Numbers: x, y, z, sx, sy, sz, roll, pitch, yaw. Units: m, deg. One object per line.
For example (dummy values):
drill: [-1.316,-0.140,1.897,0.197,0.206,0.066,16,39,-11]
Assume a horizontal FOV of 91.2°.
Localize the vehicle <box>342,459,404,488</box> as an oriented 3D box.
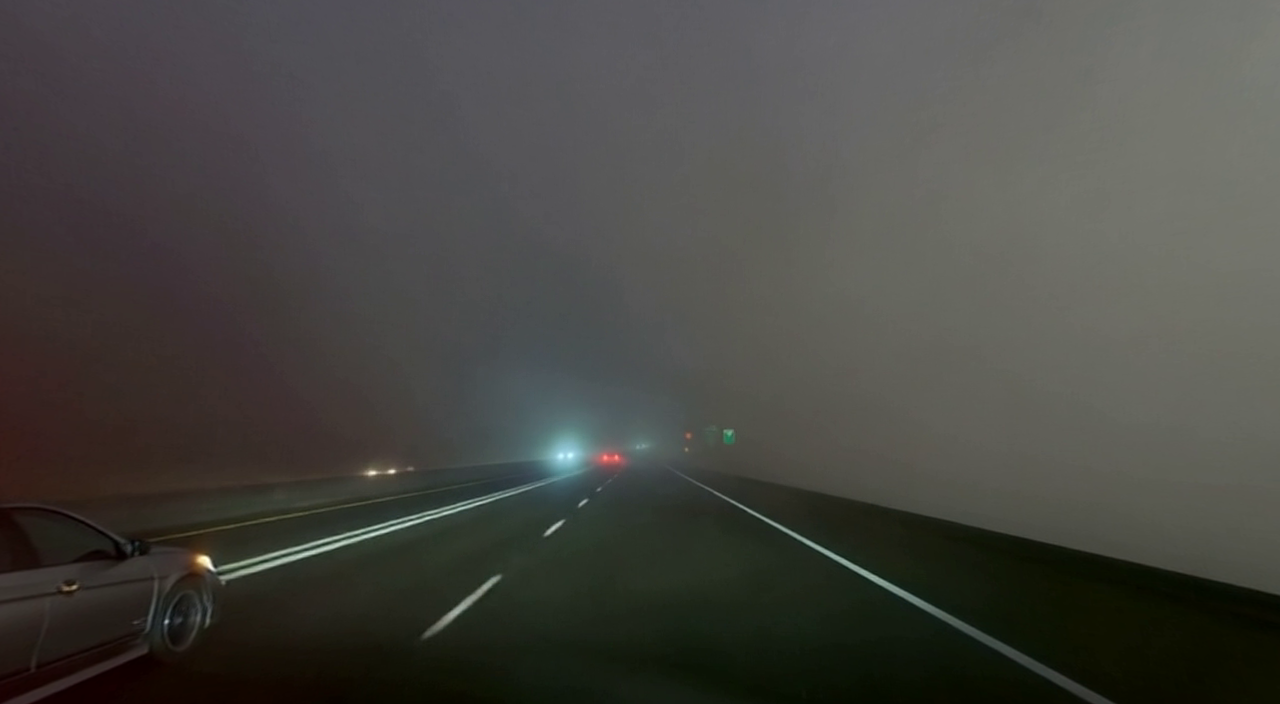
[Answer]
vehicle: [-14.932,6.788,35.305,1.780,1.447,3.766,0,-9,1]
